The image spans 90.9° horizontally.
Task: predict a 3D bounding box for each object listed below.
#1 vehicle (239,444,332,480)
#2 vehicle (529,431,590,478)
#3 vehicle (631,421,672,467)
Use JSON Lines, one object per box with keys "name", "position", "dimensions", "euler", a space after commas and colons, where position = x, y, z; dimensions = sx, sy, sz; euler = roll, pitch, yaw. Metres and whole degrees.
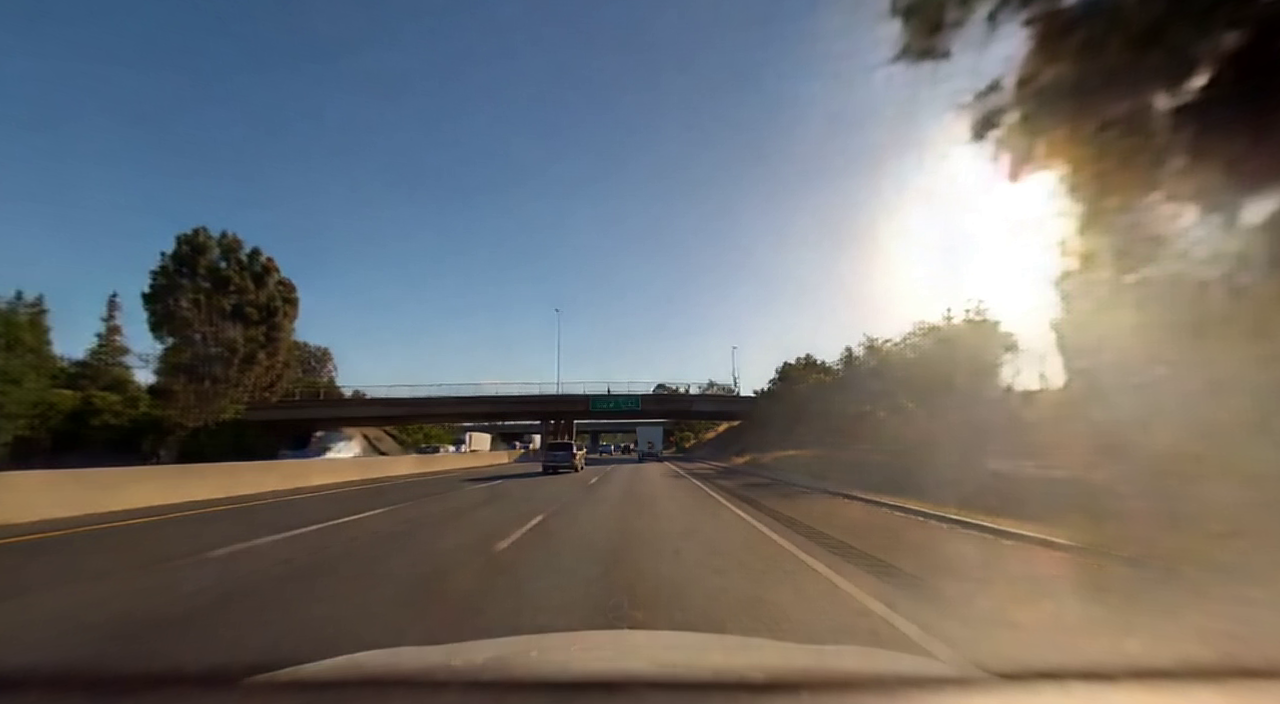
{"name": "vehicle", "position": [-19.929, 6.170, 35.719], "dimensions": [2.472, 1.878, 4.654], "euler": [0, -9, 1]}
{"name": "vehicle", "position": [-3.867, 5.080, 31.274], "dimensions": [2.233, 2.093, 5.565], "euler": [0, -9, 0]}
{"name": "vehicle", "position": [0.769, 6.851, 46.645], "dimensions": [2.790, 3.075, 7.414], "euler": [0, -9, 0]}
